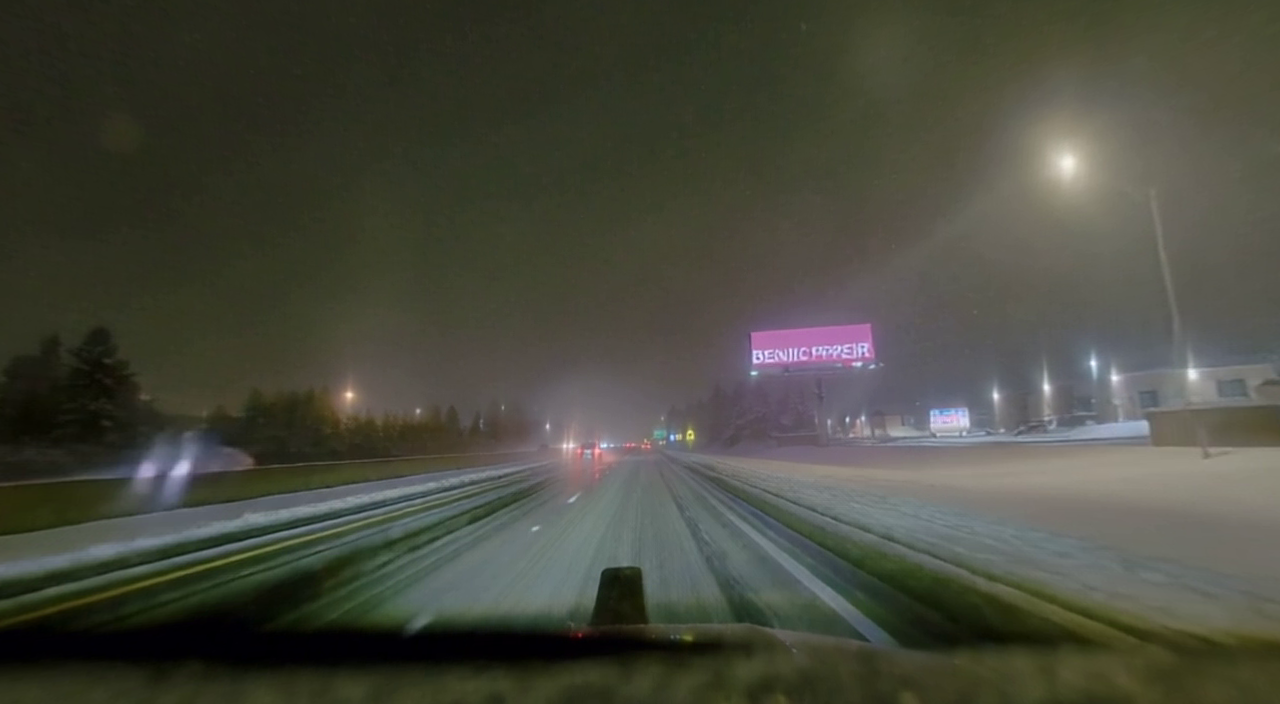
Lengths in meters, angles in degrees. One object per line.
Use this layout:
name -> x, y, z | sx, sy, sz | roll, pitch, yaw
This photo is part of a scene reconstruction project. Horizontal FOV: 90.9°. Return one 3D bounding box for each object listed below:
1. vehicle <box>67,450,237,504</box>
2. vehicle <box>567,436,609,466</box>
vehicle -> -15.242, 3.876, 20.106 | 1.789, 1.464, 4.599 | 0, -8, -1
vehicle -> -3.335, 6.472, 41.420 | 2.159, 1.793, 5.027 | -1, -8, 1
